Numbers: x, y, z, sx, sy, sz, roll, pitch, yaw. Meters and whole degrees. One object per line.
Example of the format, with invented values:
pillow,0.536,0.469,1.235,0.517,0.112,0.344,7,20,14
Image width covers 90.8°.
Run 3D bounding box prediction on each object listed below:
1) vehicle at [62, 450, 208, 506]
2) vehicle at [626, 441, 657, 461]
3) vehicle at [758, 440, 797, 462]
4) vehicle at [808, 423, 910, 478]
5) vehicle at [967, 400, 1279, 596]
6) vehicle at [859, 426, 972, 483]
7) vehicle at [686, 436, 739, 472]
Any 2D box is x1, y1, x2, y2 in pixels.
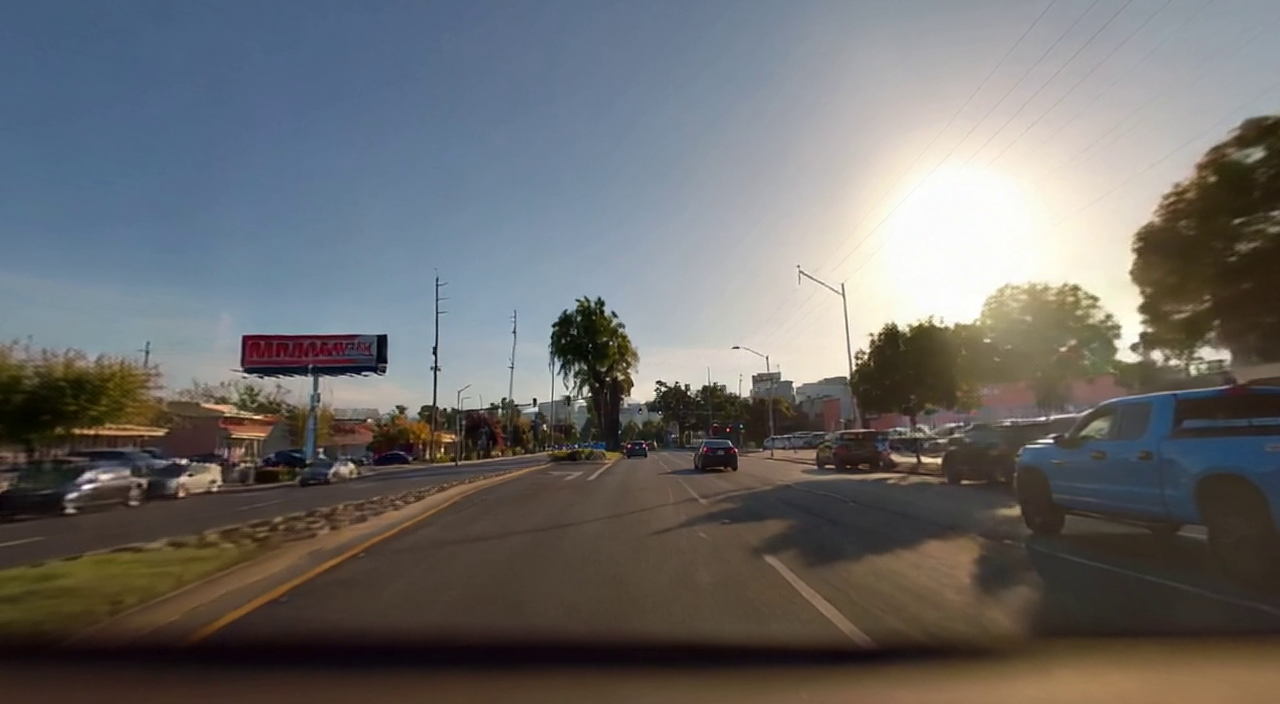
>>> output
vehicle,-18.921,4.692,23.989,1.913,1.679,4.543,-6,-8,-1
vehicle,0.115,7.657,49.138,2.258,1.468,4.076,0,-8,0
vehicle,10.505,7.587,48.630,1.965,1.573,4.308,0,-8,-1
vehicle,10.269,4.686,30.420,2.555,2.184,6.973,4,-8,1
vehicle,6.361,1.528,7.410,2.140,1.606,5.437,0,-8,0
vehicle,10.352,3.890,24.273,1.963,1.917,5.116,0,-8,0
vehicle,3.293,4.769,29.607,1.889,1.541,4.303,0,-8,-1
